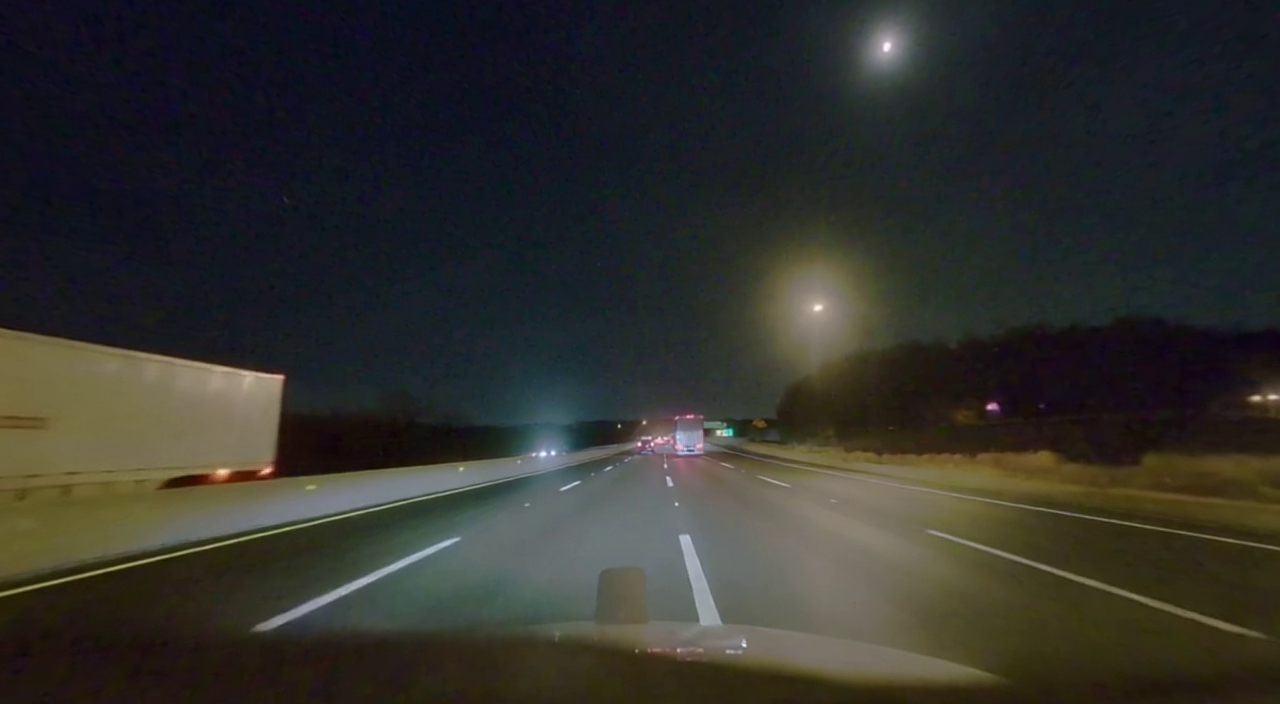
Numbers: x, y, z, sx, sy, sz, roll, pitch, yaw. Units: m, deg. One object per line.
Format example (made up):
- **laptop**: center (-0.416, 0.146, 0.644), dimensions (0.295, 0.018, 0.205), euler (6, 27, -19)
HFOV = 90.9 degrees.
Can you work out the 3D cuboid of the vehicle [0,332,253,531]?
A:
- **vehicle**: center (-15.050, 1.702, 13.429), dimensions (3.034, 4.153, 16.197), euler (-1, -8, 2)
